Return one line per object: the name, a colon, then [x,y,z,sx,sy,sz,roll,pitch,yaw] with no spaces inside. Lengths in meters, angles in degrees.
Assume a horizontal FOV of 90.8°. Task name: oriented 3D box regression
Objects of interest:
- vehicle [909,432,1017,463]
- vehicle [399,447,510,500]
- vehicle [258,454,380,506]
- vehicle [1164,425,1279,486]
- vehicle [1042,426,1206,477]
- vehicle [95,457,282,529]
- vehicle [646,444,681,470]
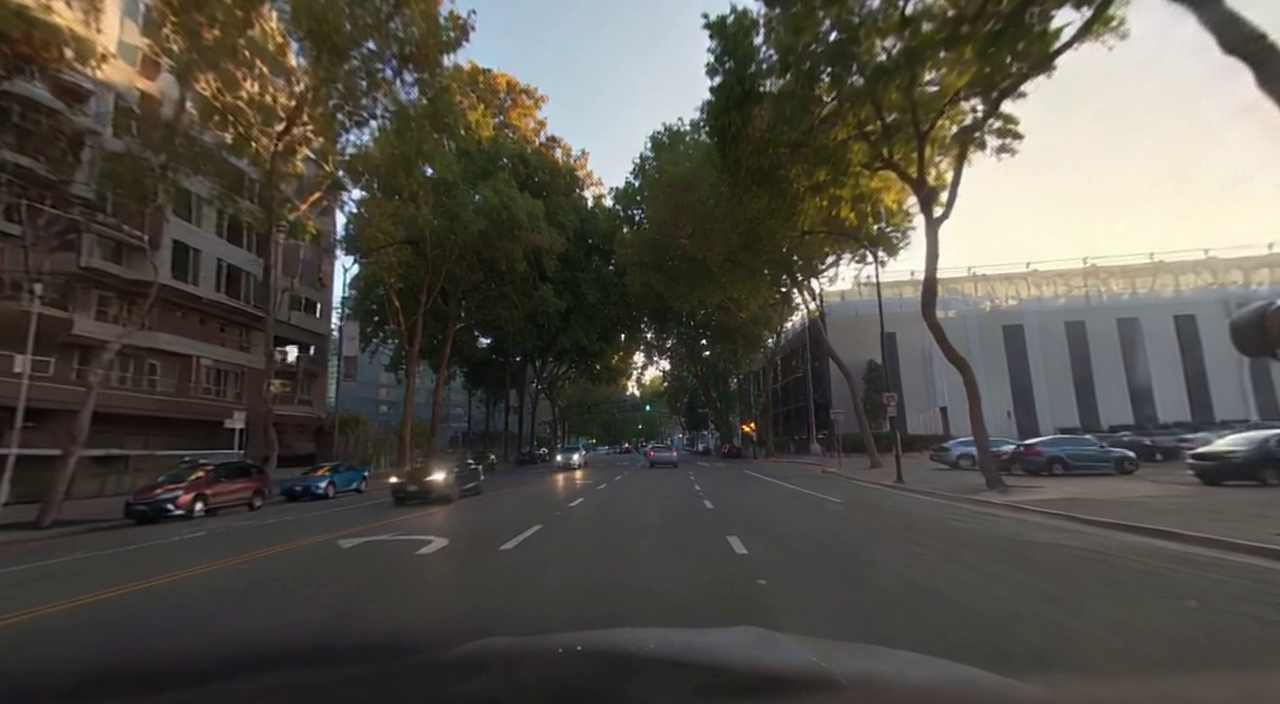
vehicle: [16.624,4.936,32.677,4.540,1.547,1.841,-1,-8,5]
vehicle: [-5.787,3.819,20.318,1.993,1.463,4.265,0,-8,4]
vehicle: [-11.998,4.776,24.068,2.016,1.627,4.742,-3,-8,3]
vehicle: [16.189,2.604,16.001,3.620,1.412,2.472,0,-8,3]
vehicle: [16.240,3.360,21.360,3.922,1.420,1.784,-4,-9,3]
vehicle: [-12.357,3.816,17.704,1.997,1.668,4.084,0,-8,4]
vehicle: [1.463,6.370,38.505,2.051,1.454,4.132,0,-8,3]
